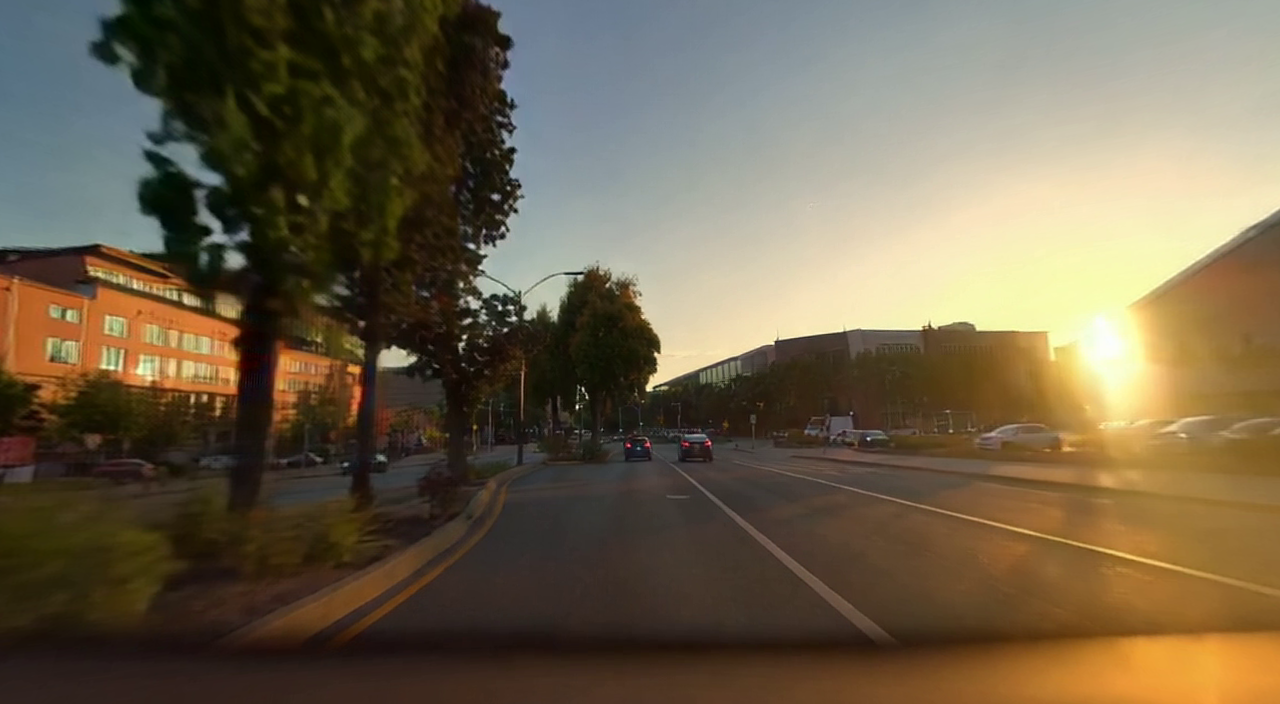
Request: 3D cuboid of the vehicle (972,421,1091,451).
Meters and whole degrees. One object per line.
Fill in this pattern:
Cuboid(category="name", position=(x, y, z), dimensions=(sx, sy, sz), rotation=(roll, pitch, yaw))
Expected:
Cuboid(category="vehicle", position=(20.503, 4.441, 33.246), dimensions=(4.813, 1.483, 2.129), rotation=(0, -8, 0))

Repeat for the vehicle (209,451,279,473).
Cuboid(category="vehicle", position=(-29.879, 8.293, 47.754), dimensions=(4.033, 1.531, 1.789), rotation=(0, -9, -4))

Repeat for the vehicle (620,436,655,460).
Cuboid(category="vehicle", position=(-0.168, 6.233, 41.142), dimensions=(2.110, 1.476, 4.294), rotation=(0, -8, 0))

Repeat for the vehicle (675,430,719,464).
Cuboid(category="vehicle", position=(2.986, 5.087, 33.889), dimensions=(2.100, 1.683, 4.231), rotation=(0, -8, 2))

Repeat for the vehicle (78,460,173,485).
Cuboid(category="vehicle", position=(-30.022, 7.030, 36.961), dimensions=(4.040, 1.389, 1.664), rotation=(0, -9, -1))
